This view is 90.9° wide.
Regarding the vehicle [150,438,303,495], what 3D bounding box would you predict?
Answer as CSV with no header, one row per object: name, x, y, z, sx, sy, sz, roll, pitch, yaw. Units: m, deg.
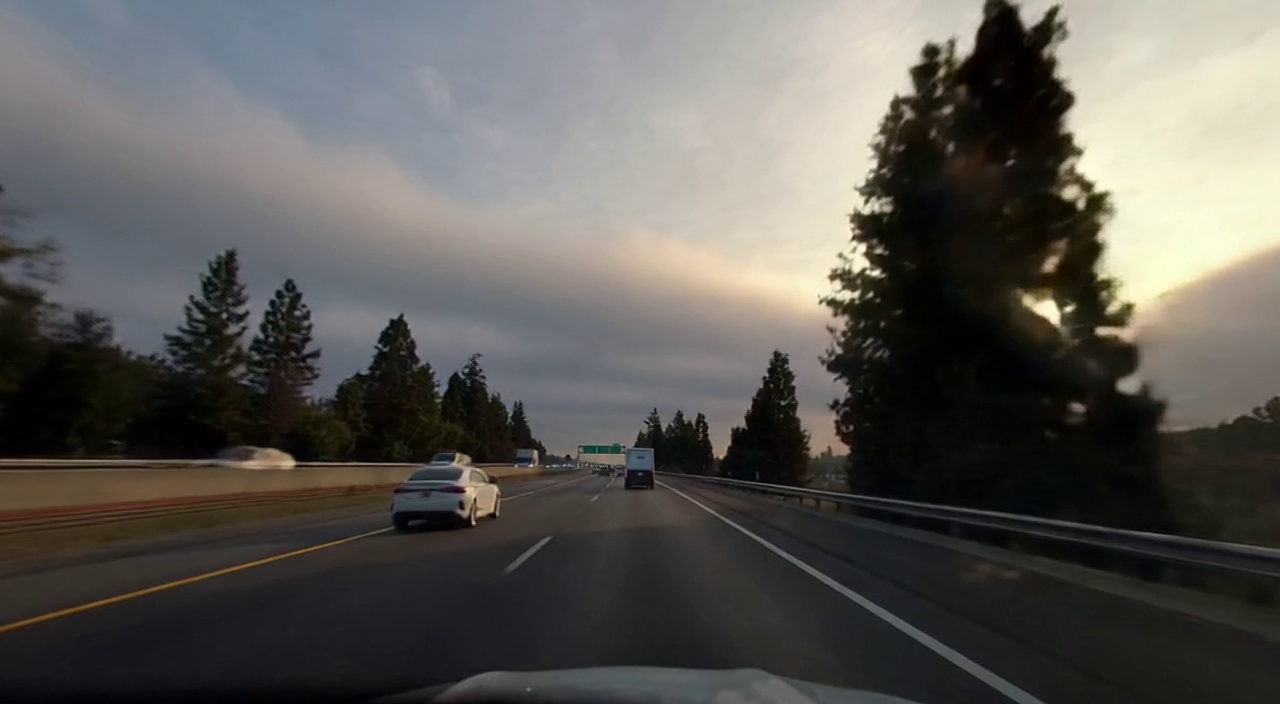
vehicle,-12.689,3.594,19.714,1.995,1.543,4.047,1,-11,0

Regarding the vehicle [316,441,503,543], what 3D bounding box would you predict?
vehicle,-4.170,2.644,12.233,2.100,1.605,3.883,1,-11,0

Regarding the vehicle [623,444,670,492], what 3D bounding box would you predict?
vehicle,0.296,6.791,36.858,2.482,2.549,5.447,1,-11,-1
